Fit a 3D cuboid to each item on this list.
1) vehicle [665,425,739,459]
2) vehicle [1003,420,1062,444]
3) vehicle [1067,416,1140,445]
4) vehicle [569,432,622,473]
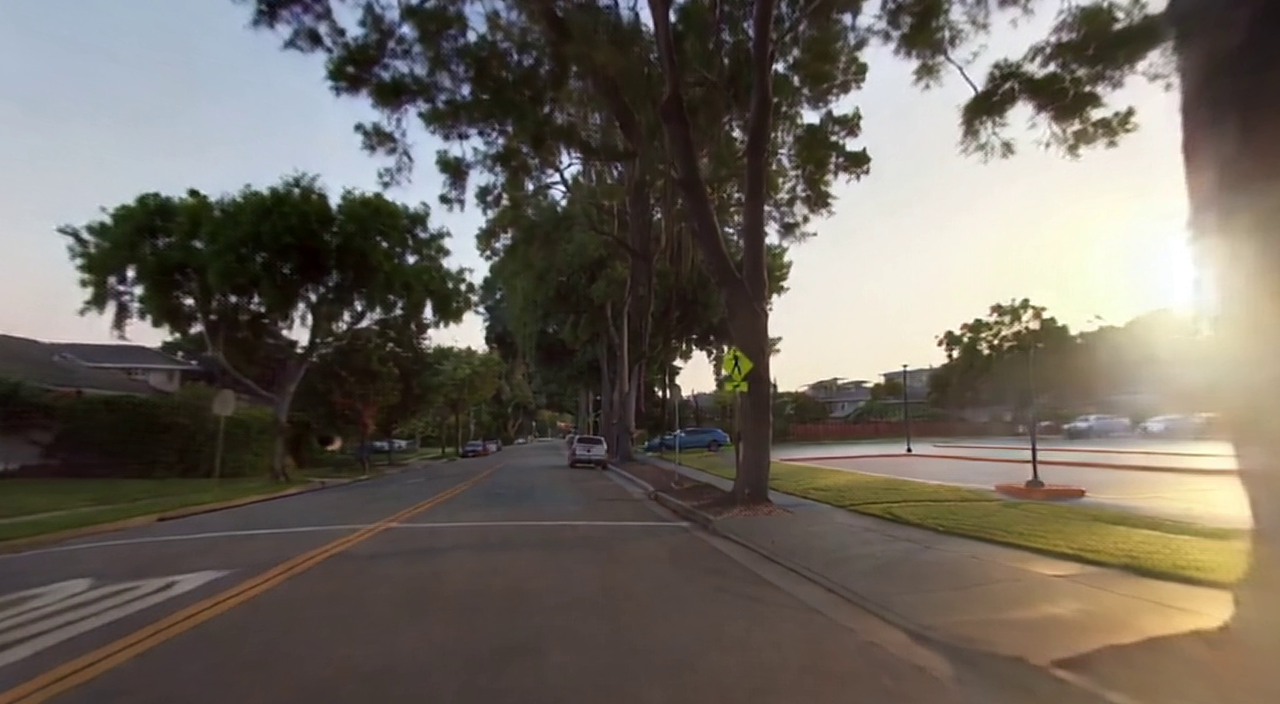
[{"bbox_3d":[3.918,5.623,39.684,4.390,1.696,1.954,0,-6,-39],"label":"vehicle"},{"bbox_3d":[28.029,5.756,45.072,4.245,1.601,1.912,6,-10,-34],"label":"vehicle"},{"bbox_3d":[28.557,4.877,38.900,4.481,1.634,1.973,6,-10,-32],"label":"vehicle"},{"bbox_3d":[-2.172,4.742,29.983,2.204,1.776,4.262,1,-9,-8],"label":"vehicle"}]
